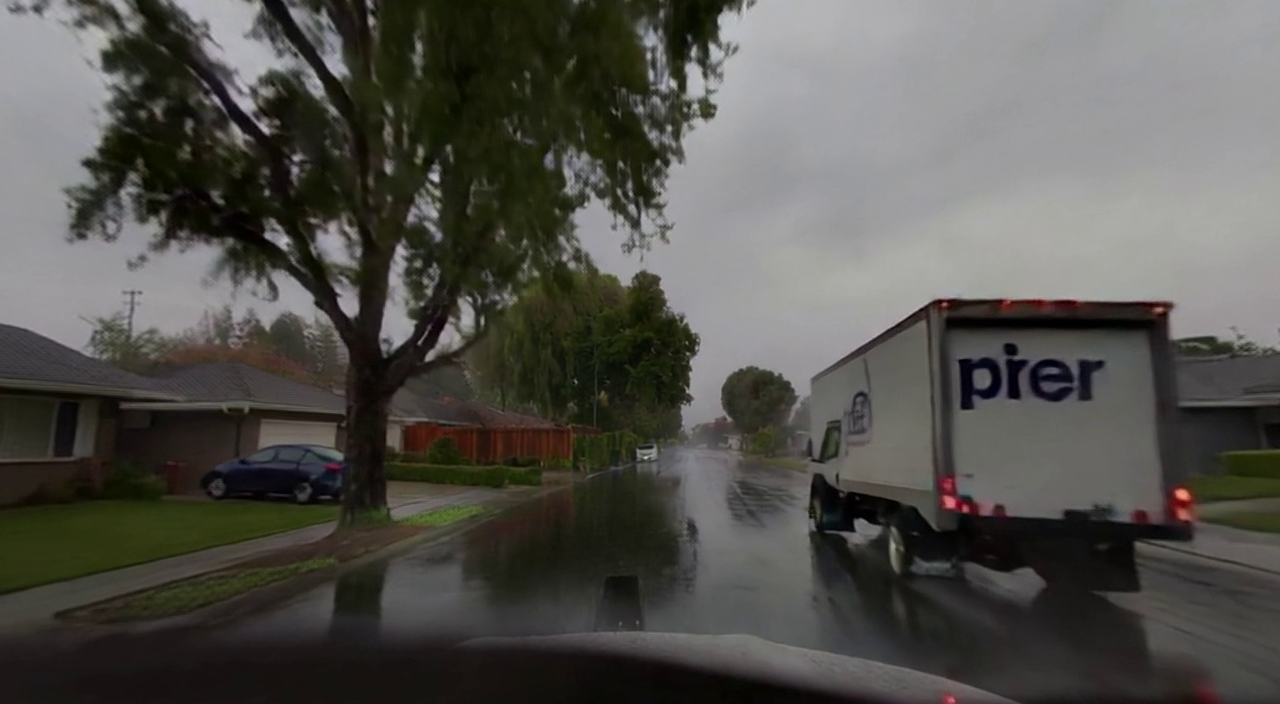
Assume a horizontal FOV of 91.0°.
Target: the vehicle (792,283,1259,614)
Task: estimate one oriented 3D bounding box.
[{"bbox_3d":[4.400,1.414,9.672,2.924,3.018,7.600,-1,-9,6],"label":"vehicle"}]
